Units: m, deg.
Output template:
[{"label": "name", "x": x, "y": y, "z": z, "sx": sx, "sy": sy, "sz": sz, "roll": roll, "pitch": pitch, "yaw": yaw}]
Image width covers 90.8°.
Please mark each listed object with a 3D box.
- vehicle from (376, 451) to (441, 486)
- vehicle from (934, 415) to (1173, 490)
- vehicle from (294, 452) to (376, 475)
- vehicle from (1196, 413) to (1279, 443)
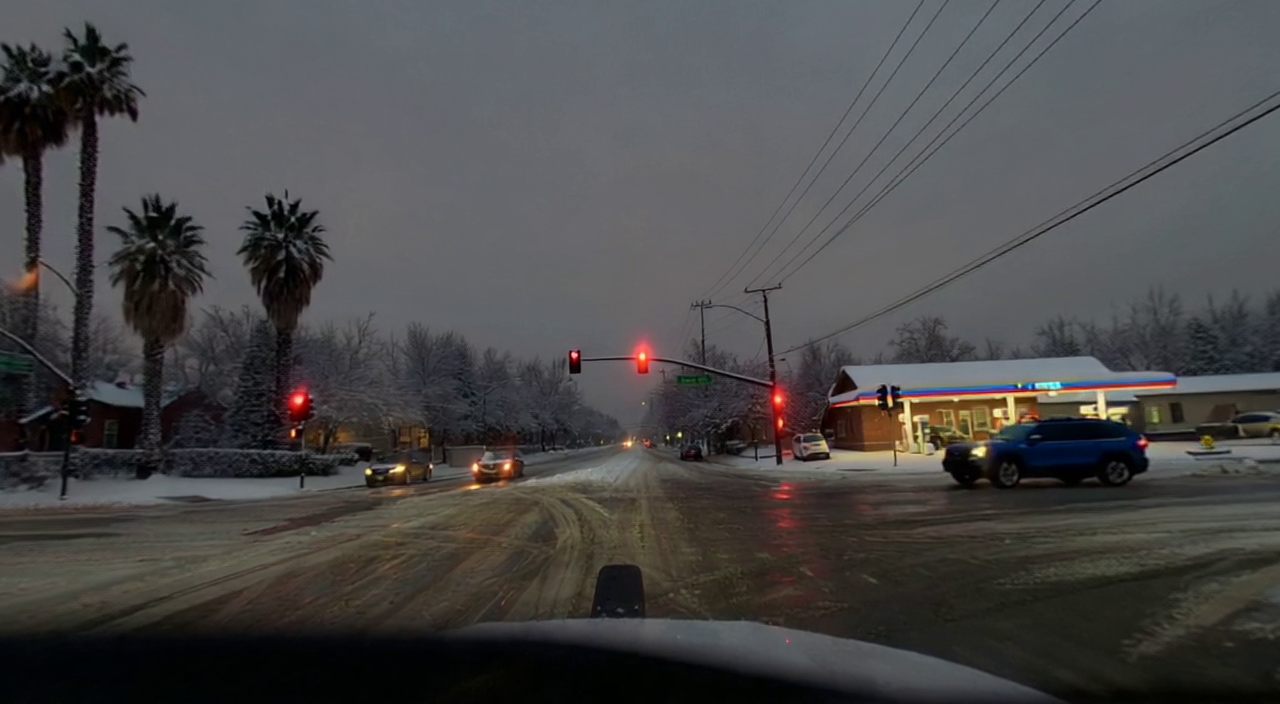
[{"label": "vehicle", "x": -13.056, "y": 6.554, "z": 35.942, "sx": 2.009, "sy": 1.777, "sz": 4.559, "roll": 0, "pitch": -9, "yaw": -1}, {"label": "vehicle", "x": 10.800, "y": 2.620, "z": 16.721, "sx": 5.086, "sy": 1.817, "sz": 1.952, "roll": 1, "pitch": -9, "yaw": -7}, {"label": "vehicle", "x": -20.952, "y": 7.671, "z": 43.511, "sx": 4.672, "sy": 1.469, "sz": 1.816, "roll": -1, "pitch": -9, "yaw": -2}, {"label": "vehicle", "x": 38.295, "y": 4.795, "z": 39.971, "sx": 4.488, "sy": 1.447, "sz": 1.765, "roll": -5, "pitch": -8, "yaw": -1}]
